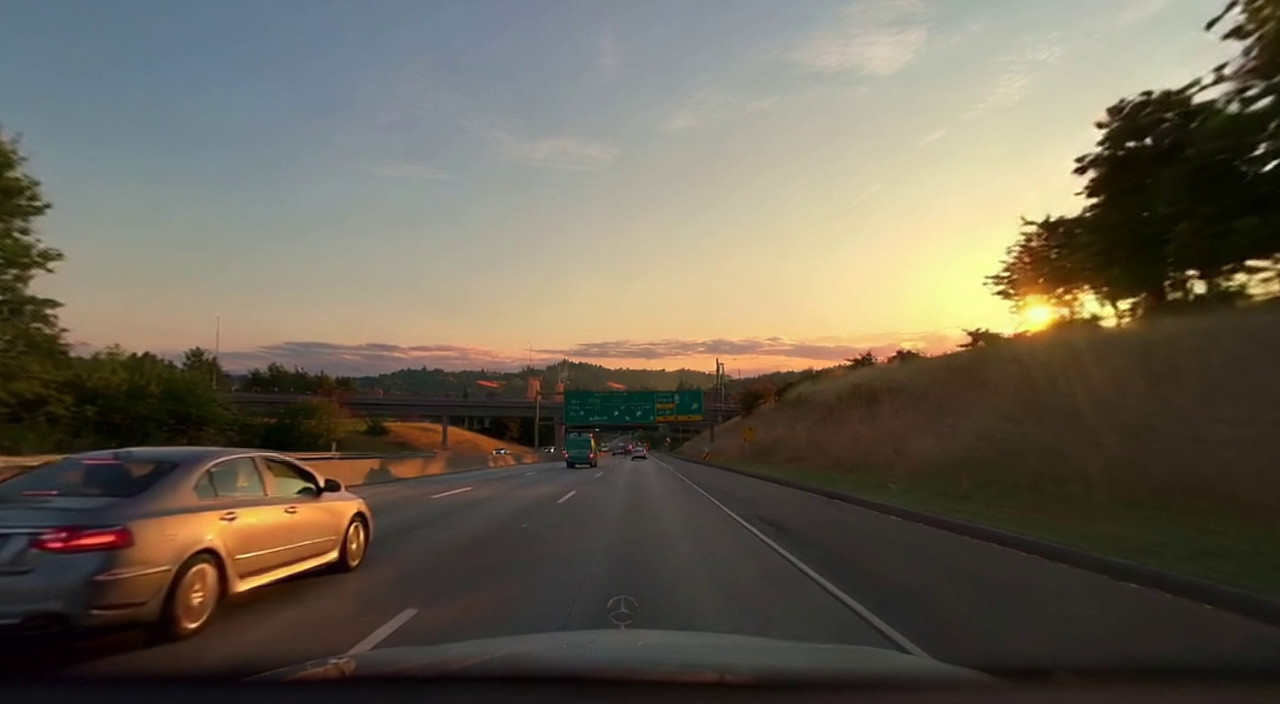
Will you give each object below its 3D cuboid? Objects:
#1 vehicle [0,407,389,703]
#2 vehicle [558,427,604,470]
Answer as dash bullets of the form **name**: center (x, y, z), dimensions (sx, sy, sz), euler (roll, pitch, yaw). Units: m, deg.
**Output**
- **vehicle**: center (-3.614, 1.259, 4.624), dimensions (1.924, 1.436, 3.915), euler (0, -9, 0)
- **vehicle**: center (-3.575, 6.034, 39.452), dimensions (2.290, 2.453, 5.561), euler (0, -9, 0)
